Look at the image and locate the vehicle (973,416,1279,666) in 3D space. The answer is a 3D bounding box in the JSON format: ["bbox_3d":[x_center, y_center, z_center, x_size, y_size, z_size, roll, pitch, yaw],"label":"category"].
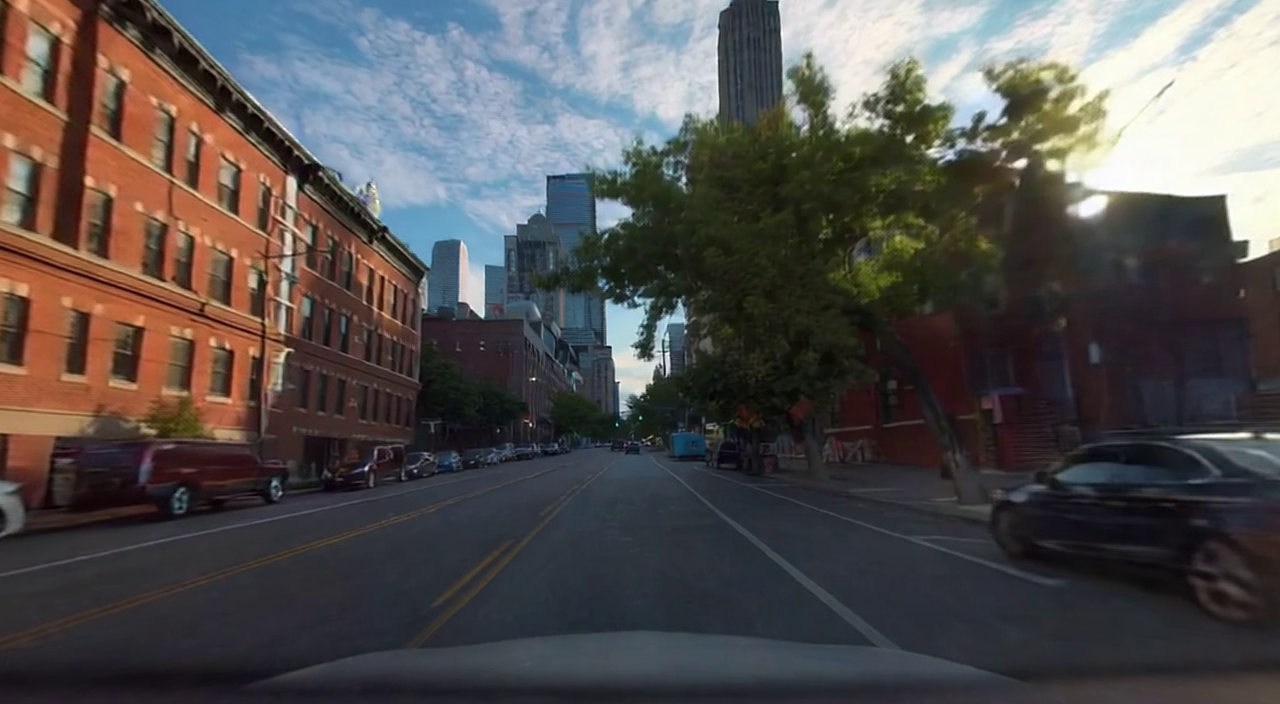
[{"bbox_3d":[4.911,1.345,5.148,1.929,1.522,4.543,0,-8,0],"label":"vehicle"}]

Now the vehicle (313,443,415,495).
[{"bbox_3d":[-11.358,4.796,26.492,1.970,1.828,5.519,-3,-8,-2],"label":"vehicle"}]

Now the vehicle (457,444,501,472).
[{"bbox_3d":[-11.330,7.489,44.748,2.039,1.770,4.445,-3,-9,-1],"label":"vehicle"}]

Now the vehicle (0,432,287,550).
[{"bbox_3d":[-10.898,2.912,14.107,2.574,1.922,6.292,-4,-9,-1],"label":"vehicle"}]

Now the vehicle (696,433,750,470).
[{"bbox_3d":[4.575,5.577,35.582,2.237,1.908,5.320,0,-8,-1],"label":"vehicle"}]
